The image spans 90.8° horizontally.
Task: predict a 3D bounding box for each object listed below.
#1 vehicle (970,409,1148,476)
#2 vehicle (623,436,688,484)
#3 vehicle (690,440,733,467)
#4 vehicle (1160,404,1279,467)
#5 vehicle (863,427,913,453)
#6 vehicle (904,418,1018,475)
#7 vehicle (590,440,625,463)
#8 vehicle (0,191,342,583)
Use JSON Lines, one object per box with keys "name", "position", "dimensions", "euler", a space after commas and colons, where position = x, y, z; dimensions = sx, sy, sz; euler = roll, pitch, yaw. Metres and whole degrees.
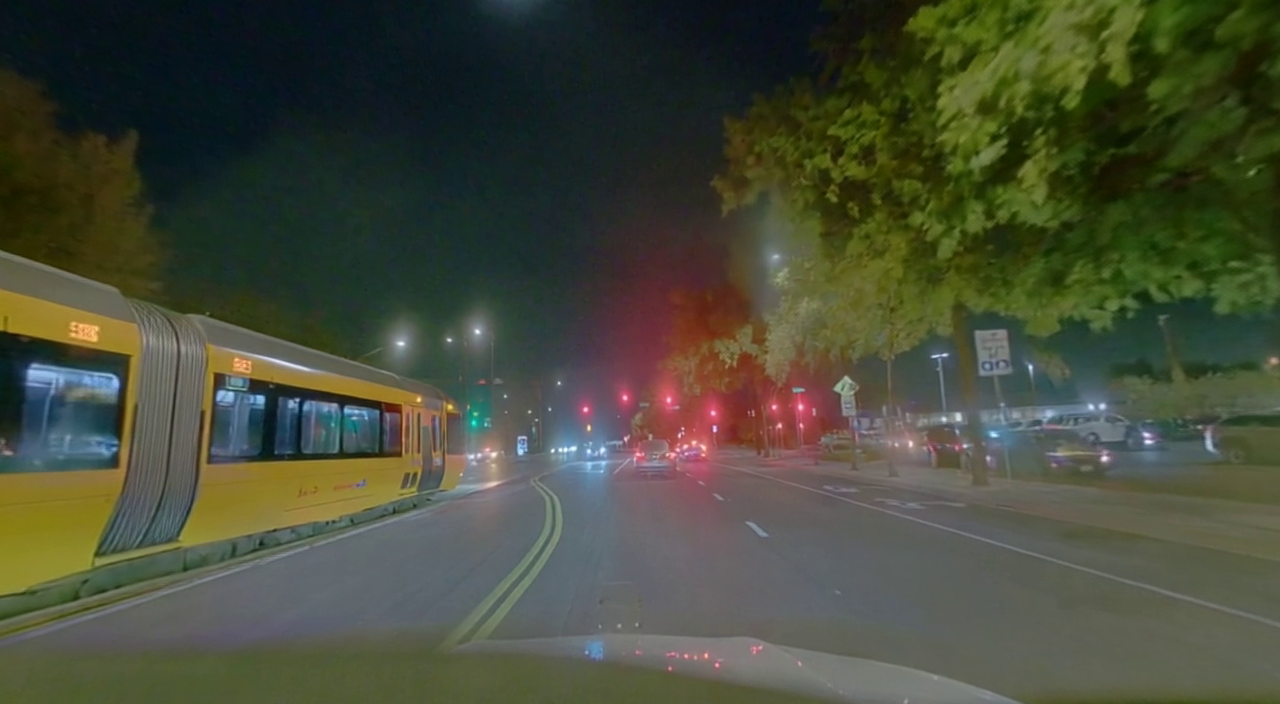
{"name": "vehicle", "position": [13.592, 3.022, 21.093], "dimensions": [2.145, 1.911, 5.581], "euler": [0, -8, 0]}
{"name": "vehicle", "position": [0.501, 3.634, 21.628], "dimensions": [2.002, 1.471, 4.337], "euler": [0, -8, 0]}
{"name": "vehicle", "position": [3.998, 5.750, 35.954], "dimensions": [1.944, 1.447, 4.392], "euler": [0, -8, 0]}
{"name": "vehicle", "position": [19.813, 2.638, 19.859], "dimensions": [2.159, 1.817, 5.675], "euler": [0, -8, 1]}
{"name": "vehicle", "position": [19.372, 6.951, 49.628], "dimensions": [2.116, 1.937, 4.515], "euler": [0, -8, 1]}
{"name": "vehicle", "position": [13.775, 4.001, 27.637], "dimensions": [2.221, 2.116, 5.535], "euler": [1, -6, 1]}
{"name": "vehicle", "position": [-2.126, 6.642, 42.323], "dimensions": [2.118, 1.478, 4.076], "euler": [0, -8, 1]}
{"name": "vehicle", "position": [-7.544, 0.309, 5.831], "dimensions": [2.897, 3.700, 13.528], "euler": [0, -7, 1]}
